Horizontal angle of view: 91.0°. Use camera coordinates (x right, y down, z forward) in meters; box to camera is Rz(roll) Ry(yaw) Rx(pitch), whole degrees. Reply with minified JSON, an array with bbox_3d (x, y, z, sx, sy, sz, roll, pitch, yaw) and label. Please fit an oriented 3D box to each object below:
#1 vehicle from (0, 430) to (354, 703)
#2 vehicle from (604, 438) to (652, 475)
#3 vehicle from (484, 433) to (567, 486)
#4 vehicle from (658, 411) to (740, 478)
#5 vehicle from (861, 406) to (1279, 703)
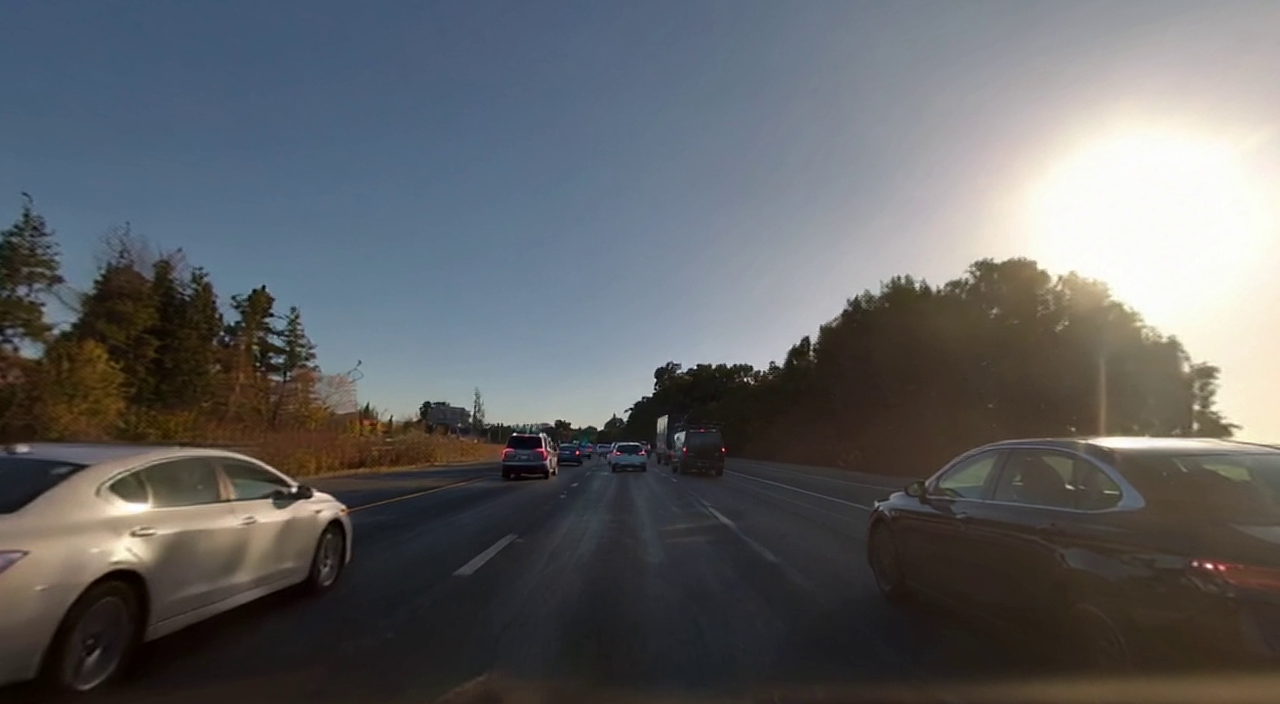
[{"bbox_3d":[-4.094,1.316,4.552,1.947,1.424,4.264,0,-9,2],"label":"vehicle"},{"bbox_3d":[-0.583,5.254,31.833,2.235,1.682,4.094,0,-9,-1],"label":"vehicle"},{"bbox_3d":[-4.172,4.011,23.820,2.176,1.783,4.799,0,-9,0],"label":"vehicle"},{"bbox_3d":[3.079,5.440,37.103,3.426,3.279,12.313,0,-8,-1],"label":"vehicle"},{"bbox_3d":[3.070,1.182,3.634,2.031,1.504,4.327,0,-9,0],"label":"vehicle"}]
